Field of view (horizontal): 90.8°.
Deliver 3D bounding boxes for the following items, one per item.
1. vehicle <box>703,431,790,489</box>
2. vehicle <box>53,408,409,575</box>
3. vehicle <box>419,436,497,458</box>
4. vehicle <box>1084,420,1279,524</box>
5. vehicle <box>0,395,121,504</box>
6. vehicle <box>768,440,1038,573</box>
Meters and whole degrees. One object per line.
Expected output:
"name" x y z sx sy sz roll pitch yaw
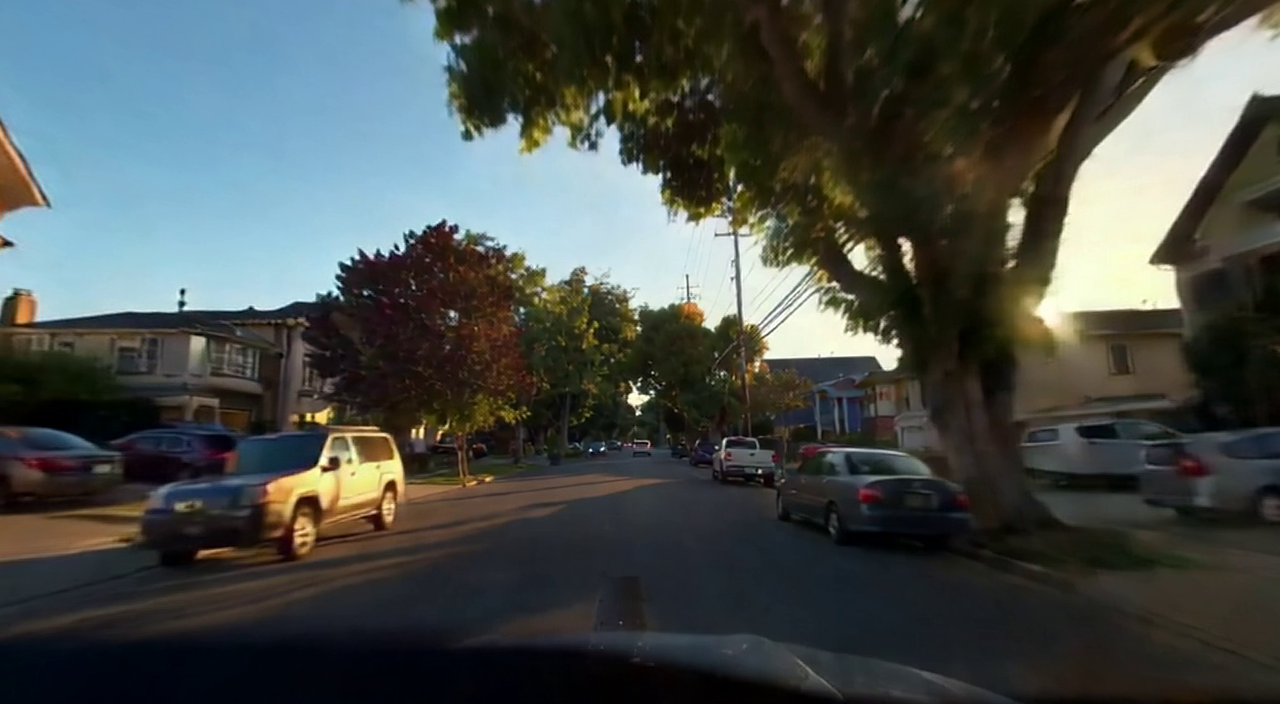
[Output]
"vehicle" 3.666 3.818 22.738 2.280 1.820 5.001 0 -8 0
"vehicle" -5.088 1.789 8.809 2.103 1.731 4.197 0 -9 0
"vehicle" -12.665 6.662 44.260 4.792 1.521 2.077 0 -8 1
"vehicle" 10.799 2.005 10.802 4.739 1.576 2.086 0 -9 3
"vehicle" -12.934 1.671 11.436 5.040 1.756 2.315 2 -8 3
"vehicle" 3.471 2.119 9.644 2.008 1.482 4.891 0 -8 0
